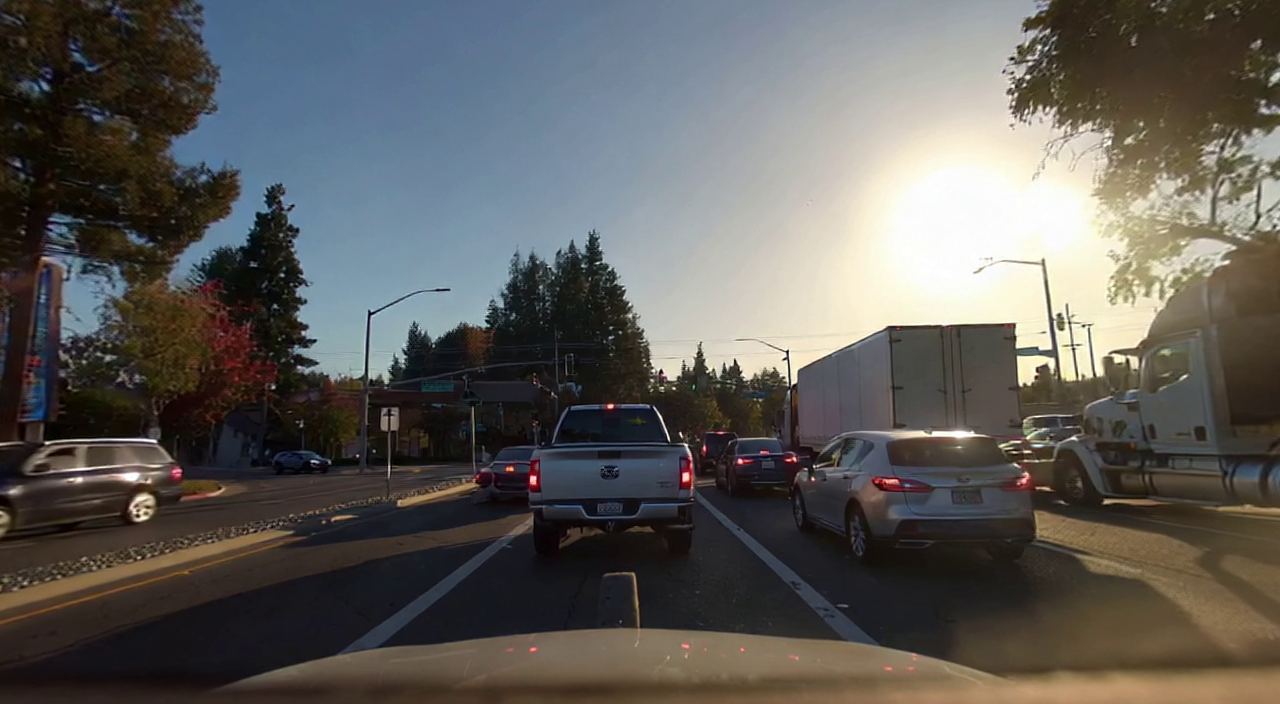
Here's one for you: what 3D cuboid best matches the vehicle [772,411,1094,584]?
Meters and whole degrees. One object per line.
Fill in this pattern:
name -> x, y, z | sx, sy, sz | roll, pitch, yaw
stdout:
vehicle -> 3.256, 1.735, 8.432 | 1.905, 1.587, 4.998 | 0, -9, 0

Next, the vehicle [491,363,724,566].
vehicle -> -0.363, 1.593, 9.457 | 2.499, 2.183, 5.111 | 0, -9, 0

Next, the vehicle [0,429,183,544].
vehicle -> -11.466, 2.450, 11.992 | 2.057, 1.854, 4.672 | 0, -9, -1

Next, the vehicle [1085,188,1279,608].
vehicle -> 6.533, 0.098, 3.306 | 2.802, 3.322, 7.429 | 0, -9, -1
